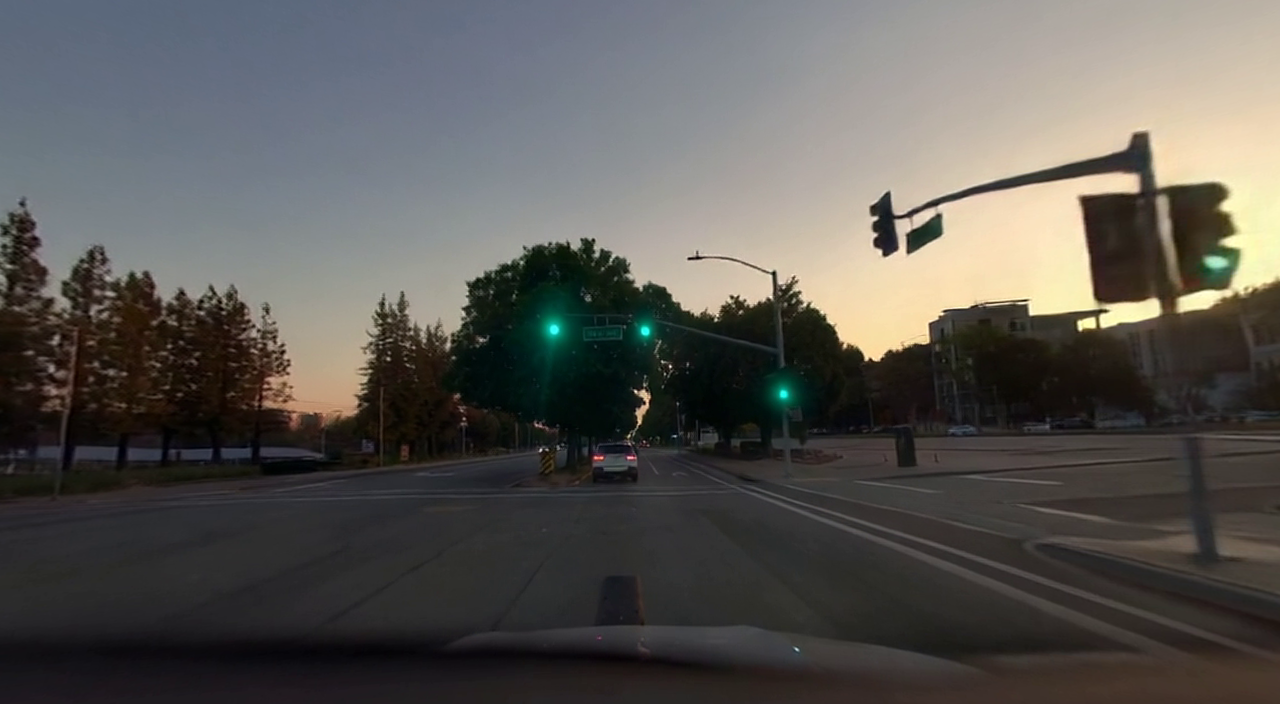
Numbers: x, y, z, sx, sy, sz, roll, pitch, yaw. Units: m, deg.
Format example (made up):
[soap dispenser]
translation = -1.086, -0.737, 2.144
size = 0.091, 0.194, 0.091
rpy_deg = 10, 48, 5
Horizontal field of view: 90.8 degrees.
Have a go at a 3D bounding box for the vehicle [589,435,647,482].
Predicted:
[vehicle]
translation = -0.844, 4.210, 25.187
size = 2.130, 1.711, 4.038
rpy_deg = 0, -8, -2
